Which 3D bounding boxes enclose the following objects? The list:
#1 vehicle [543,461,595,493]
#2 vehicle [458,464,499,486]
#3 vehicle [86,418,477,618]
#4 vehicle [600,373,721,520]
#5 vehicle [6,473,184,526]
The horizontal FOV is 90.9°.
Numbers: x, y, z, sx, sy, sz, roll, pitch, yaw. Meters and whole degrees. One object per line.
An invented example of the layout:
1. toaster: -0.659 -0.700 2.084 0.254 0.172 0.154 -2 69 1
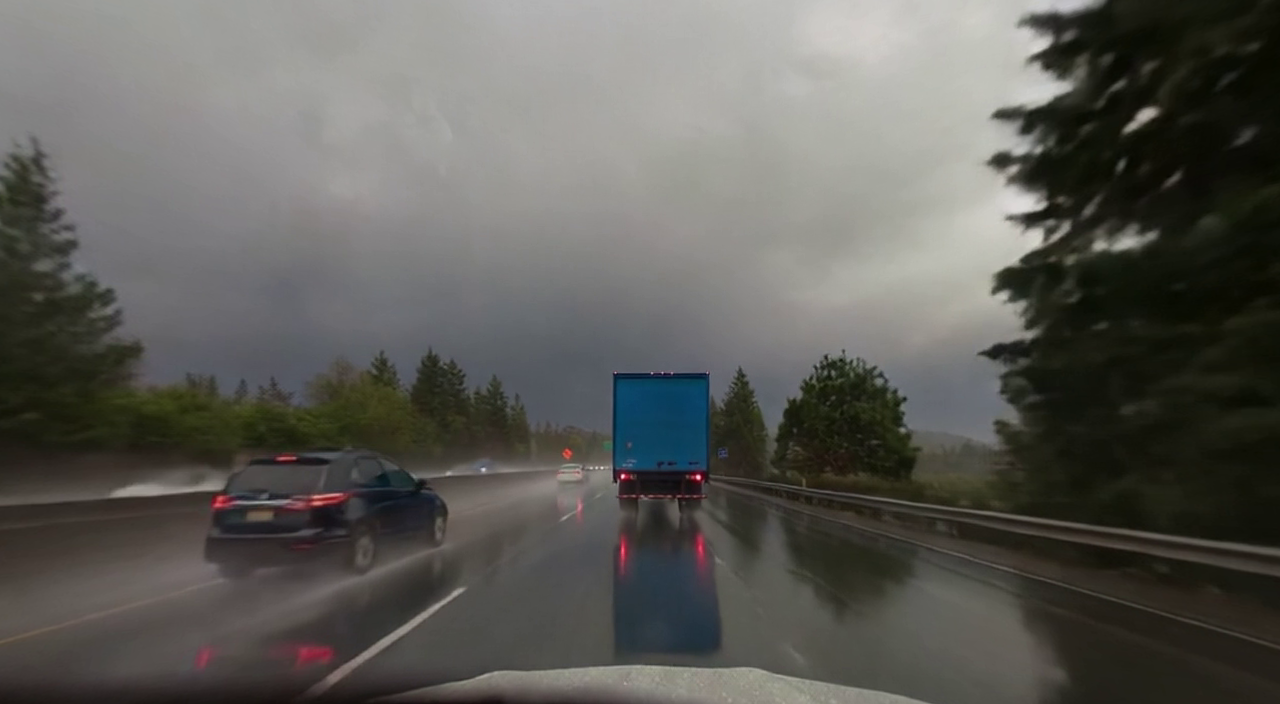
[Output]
1. vehicle: -3.561 6.422 32.548 2.079 1.506 4.821 0 -10 1
2. vehicle: -12.508 9.578 49.186 1.980 1.532 4.448 1 -10 0
3. vehicle: -3.697 1.848 7.789 2.076 1.691 4.555 1 -10 0
4. vehicle: 0.527 3.217 20.684 3.008 3.678 9.512 1 -10 0
5. vehicle: -16.468 4.442 19.373 1.737 1.393 4.108 0 -10 1
